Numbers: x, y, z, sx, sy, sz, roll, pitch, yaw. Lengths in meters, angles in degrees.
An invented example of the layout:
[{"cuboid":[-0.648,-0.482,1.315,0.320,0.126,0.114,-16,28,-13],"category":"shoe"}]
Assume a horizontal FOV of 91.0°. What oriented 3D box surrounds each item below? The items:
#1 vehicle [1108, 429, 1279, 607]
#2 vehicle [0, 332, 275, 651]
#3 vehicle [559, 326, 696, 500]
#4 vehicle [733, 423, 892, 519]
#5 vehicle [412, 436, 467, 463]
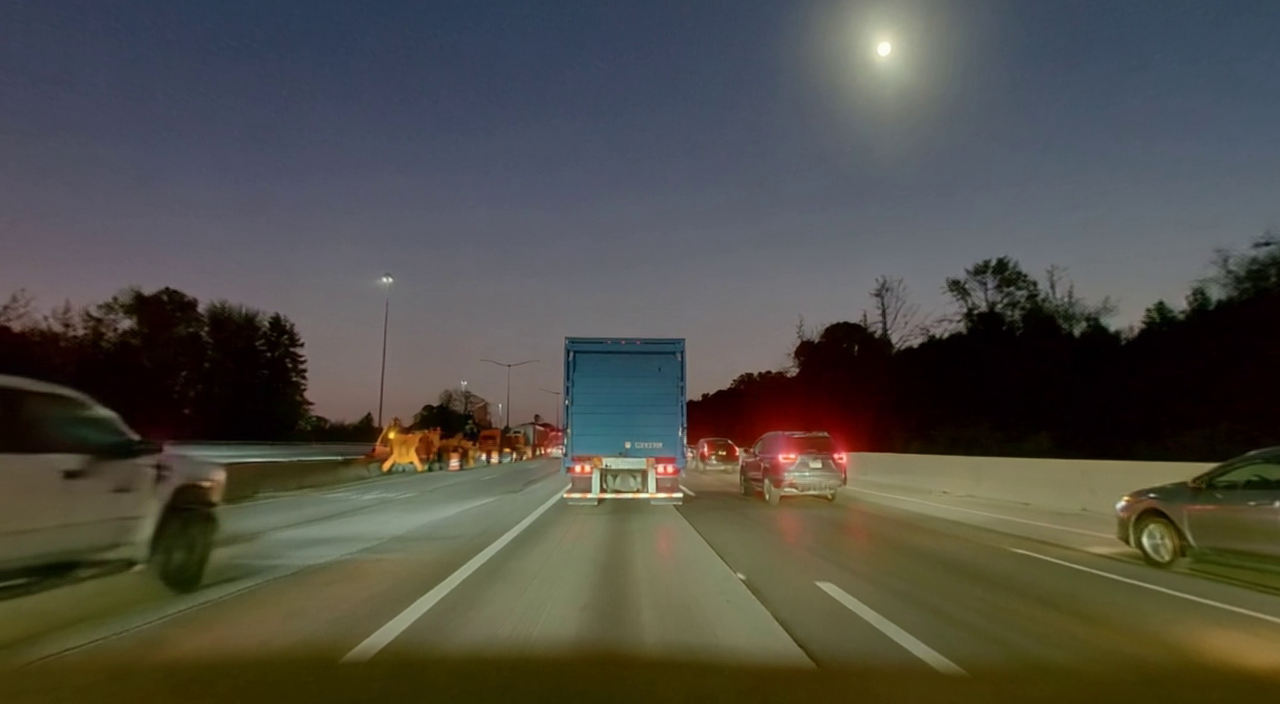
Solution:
[{"cuboid":[7.090,1.475,5.352,2.070,1.632,4.774,2,-9,-9],"category":"vehicle"},{"cuboid":[-5.198,0.829,3.713,2.421,1.965,5.980,0,-9,1],"category":"vehicle"},{"cuboid":[-0.440,2.112,19.364,3.067,3.940,10.154,1,-9,-2],"category":"vehicle"},{"cuboid":[3.459,2.487,13.605,2.103,1.713,4.173,1,-9,-2],"category":"vehicle"},{"cuboid":[-14.018,6.842,44.274,2.054,1.708,4.663,2,-8,3],"category":"vehicle"}]
